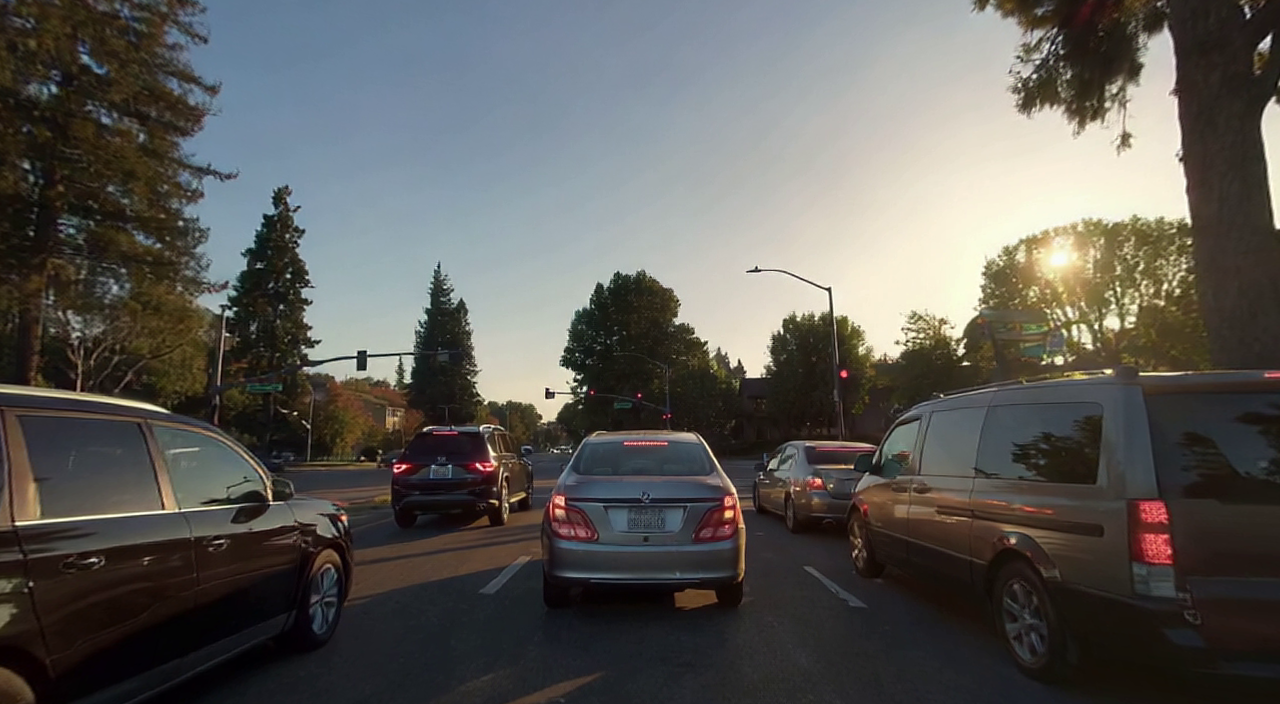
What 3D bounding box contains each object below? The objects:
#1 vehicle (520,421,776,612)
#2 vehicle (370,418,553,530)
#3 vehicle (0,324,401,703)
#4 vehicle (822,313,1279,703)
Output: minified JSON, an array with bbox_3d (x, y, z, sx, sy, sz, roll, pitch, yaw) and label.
[{"bbox_3d":[0.025,1.598,7.034,2.021,1.490,3.948,0,-8,-1],"label":"vehicle"},{"bbox_3d":[-3.182,2.300,12.445,2.117,1.772,4.619,0,-8,2],"label":"vehicle"},{"bbox_3d":[-3.117,0.954,3.293,1.982,1.721,4.261,0,-8,1],"label":"vehicle"},{"bbox_3d":[3.218,1.100,4.726,2.141,1.833,4.704,0,-8,-2],"label":"vehicle"}]
